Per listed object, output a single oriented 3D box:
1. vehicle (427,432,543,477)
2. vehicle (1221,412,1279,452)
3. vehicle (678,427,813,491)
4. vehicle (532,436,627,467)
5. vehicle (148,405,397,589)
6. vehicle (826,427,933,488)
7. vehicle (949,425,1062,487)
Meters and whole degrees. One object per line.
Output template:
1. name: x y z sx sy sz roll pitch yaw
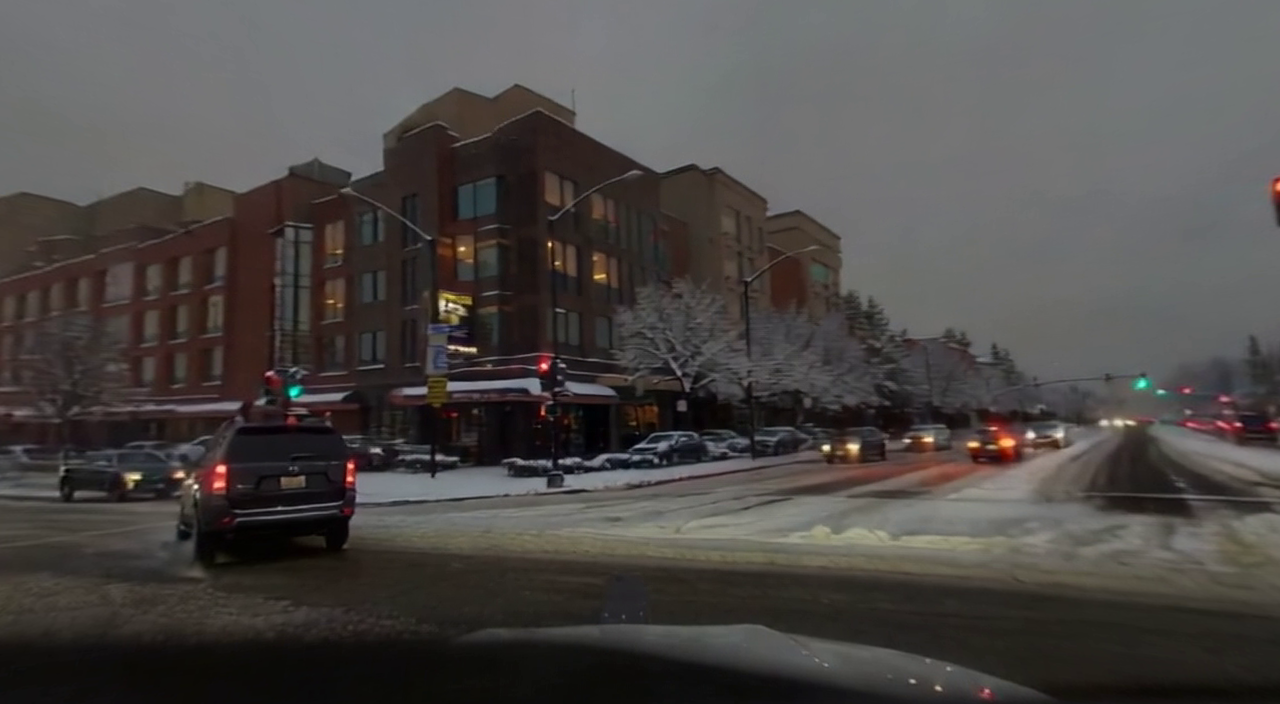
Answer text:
1. vehicle: -6.398 4.201 25.967 4.511 1.670 2.082 -6 -12 35
2. vehicle: 32.791 4.299 33.385 2.115 1.932 5.189 -6 -10 34
3. vehicle: 3.452 3.302 19.788 1.993 1.708 5.219 -6 -10 36
4. vehicle: -2.917 4.670 29.789 4.286 1.210 1.877 -6 -5 37
5. vehicle: -5.421 1.843 8.978 2.157 1.863 4.665 7 -11 -39
6. vehicle: 7.126 3.067 18.549 1.931 1.561 3.882 -6 -10 35
7. vehicle: 10.365 2.885 17.709 2.149 1.487 4.667 -6 -10 36
